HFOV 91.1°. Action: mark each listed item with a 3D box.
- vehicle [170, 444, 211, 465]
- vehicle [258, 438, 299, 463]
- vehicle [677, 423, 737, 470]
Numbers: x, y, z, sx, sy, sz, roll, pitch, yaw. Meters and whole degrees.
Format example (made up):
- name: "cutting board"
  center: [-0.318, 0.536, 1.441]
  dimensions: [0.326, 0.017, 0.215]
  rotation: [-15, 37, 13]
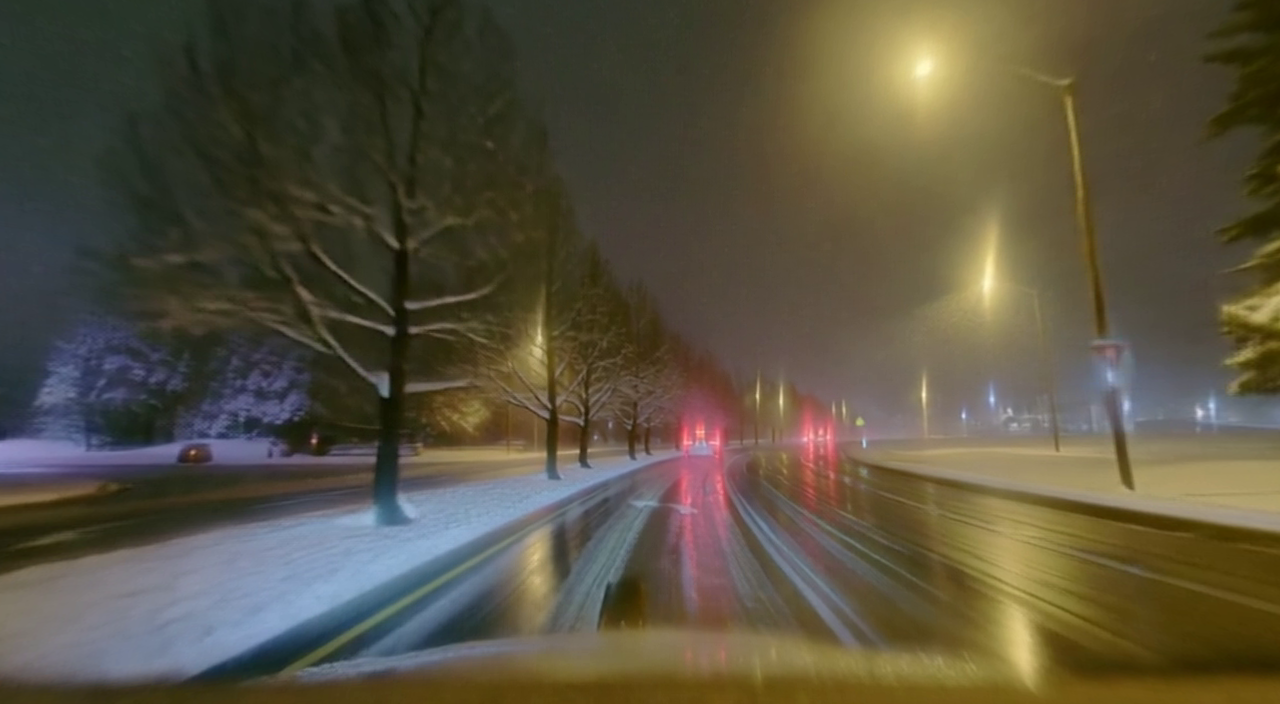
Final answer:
- name: "vehicle"
  center: [-33.686, 7.664, 47.148]
  dimensions: [1.983, 1.491, 4.333]
  rotation: [5, -10, -29]
- name: "vehicle"
  center: [-28.656, 7.793, 49.873]
  dimensions: [2.123, 1.834, 4.749]
  rotation: [4, -9, -23]
- name: "vehicle"
  center: [3.234, 4.381, 29.224]
  dimensions: [2.371, 1.926, 5.615]
  rotation: [-1, -9, 10]
